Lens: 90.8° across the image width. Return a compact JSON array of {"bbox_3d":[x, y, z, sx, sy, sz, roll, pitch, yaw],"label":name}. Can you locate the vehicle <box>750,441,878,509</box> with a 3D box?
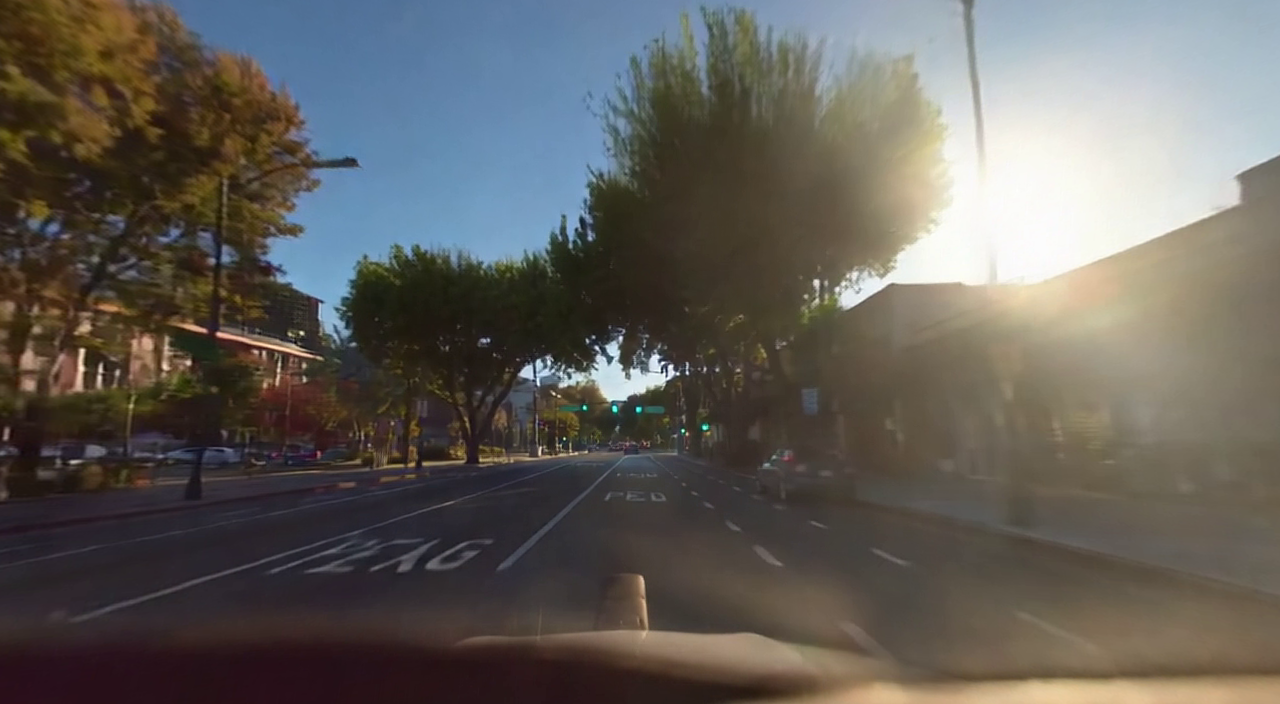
[{"bbox_3d":[4.242,3.043,16.232,1.856,1.462,4.501,1,-8,-2],"label":"vehicle"}]
